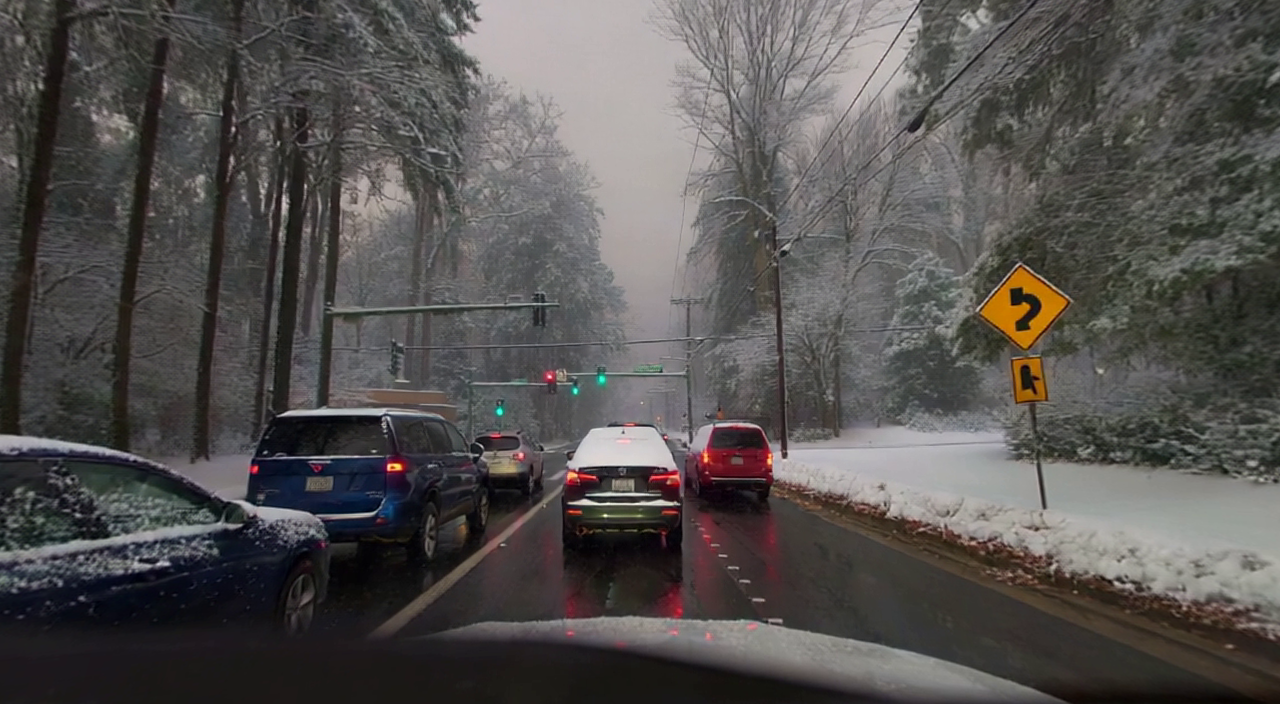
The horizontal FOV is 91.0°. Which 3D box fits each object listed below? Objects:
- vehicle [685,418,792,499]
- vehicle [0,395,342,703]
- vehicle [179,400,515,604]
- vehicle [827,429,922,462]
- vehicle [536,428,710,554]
[{"bbox_3d":[2.446,2.807,16.874,2.059,1.864,4.541,0,-8,-1],"label":"vehicle"},{"bbox_3d":[-2.932,0.840,1.627,1.974,1.484,4.716,0,-8,1],"label":"vehicle"},{"bbox_3d":[-2.895,1.574,7.449,1.964,1.712,4.097,0,-8,0],"label":"vehicle"},{"bbox_3d":[11.371,4.560,30.693,3.883,1.534,1.779,0,-8,2],"label":"vehicle"},{"bbox_3d":[-0.251,1.917,9.337,2.025,1.453,3.848,0,-8,-2],"label":"vehicle"}]
